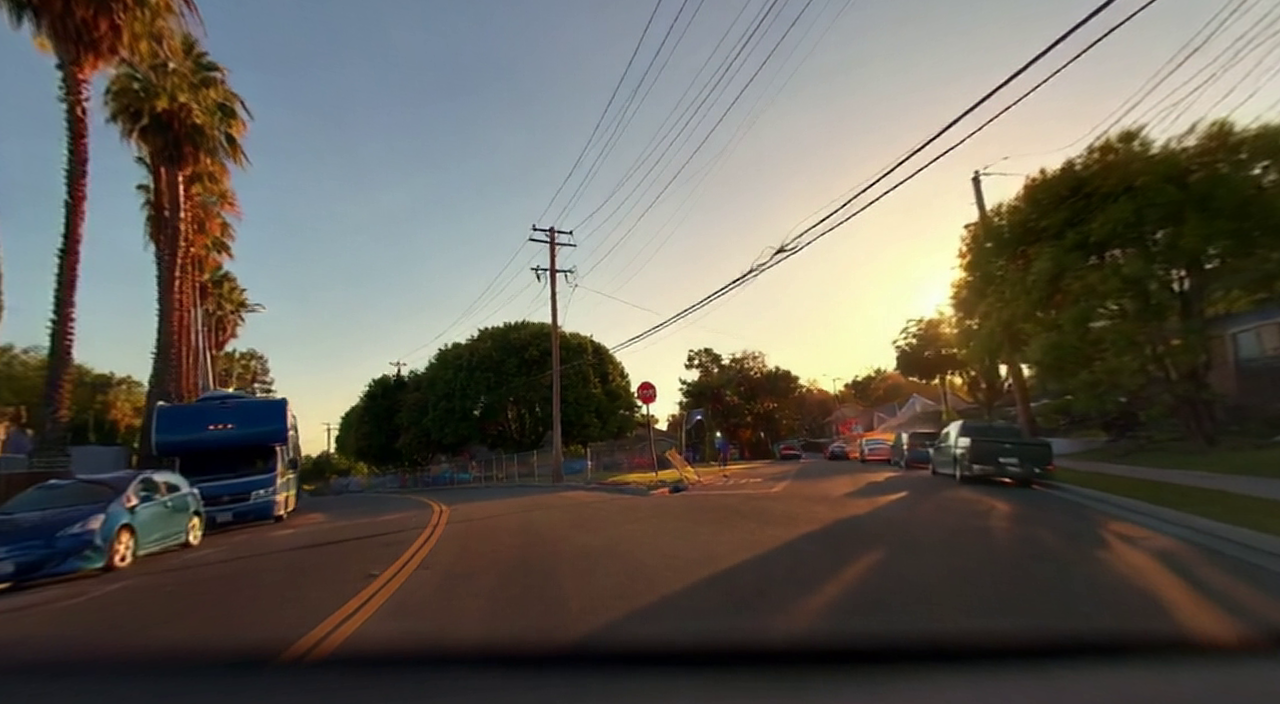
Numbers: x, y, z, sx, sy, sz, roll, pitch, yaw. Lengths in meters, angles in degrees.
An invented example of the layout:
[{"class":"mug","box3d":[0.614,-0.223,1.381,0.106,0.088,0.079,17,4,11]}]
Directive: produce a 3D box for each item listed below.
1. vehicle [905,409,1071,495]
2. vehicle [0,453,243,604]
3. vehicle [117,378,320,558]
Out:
[{"class":"vehicle","box3d":[9.136,2.593,17.357,2.508,1.887,5.930,-4,-7,15]},{"class":"vehicle","box3d":[-8.378,2.557,10.131,2.103,1.599,4.865,0,-7,-16]},{"class":"vehicle","box3d":[-11.844,3.123,19.196,3.216,3.720,11.364,0,-7,-24]}]
